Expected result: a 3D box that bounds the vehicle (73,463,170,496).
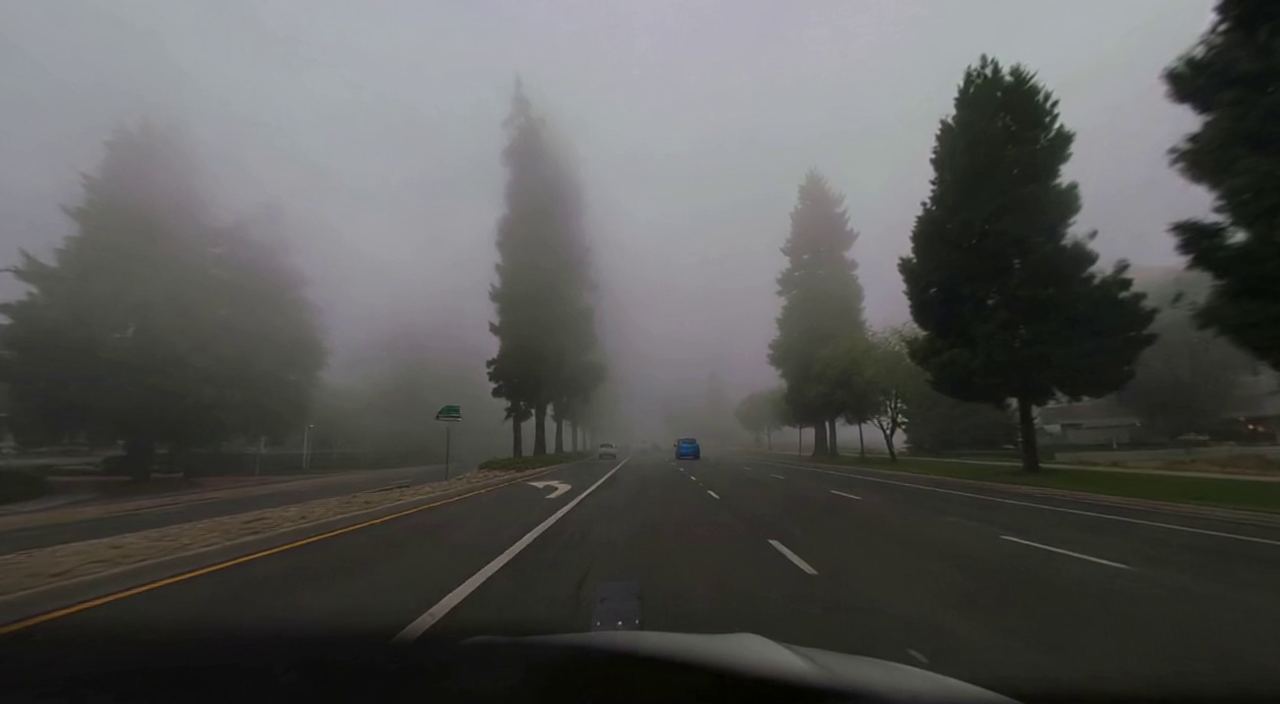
[{"bbox_3d":[-30.597,7.482,37.309,4.524,1.742,2.284,-3,-9,20],"label":"vehicle"}]
